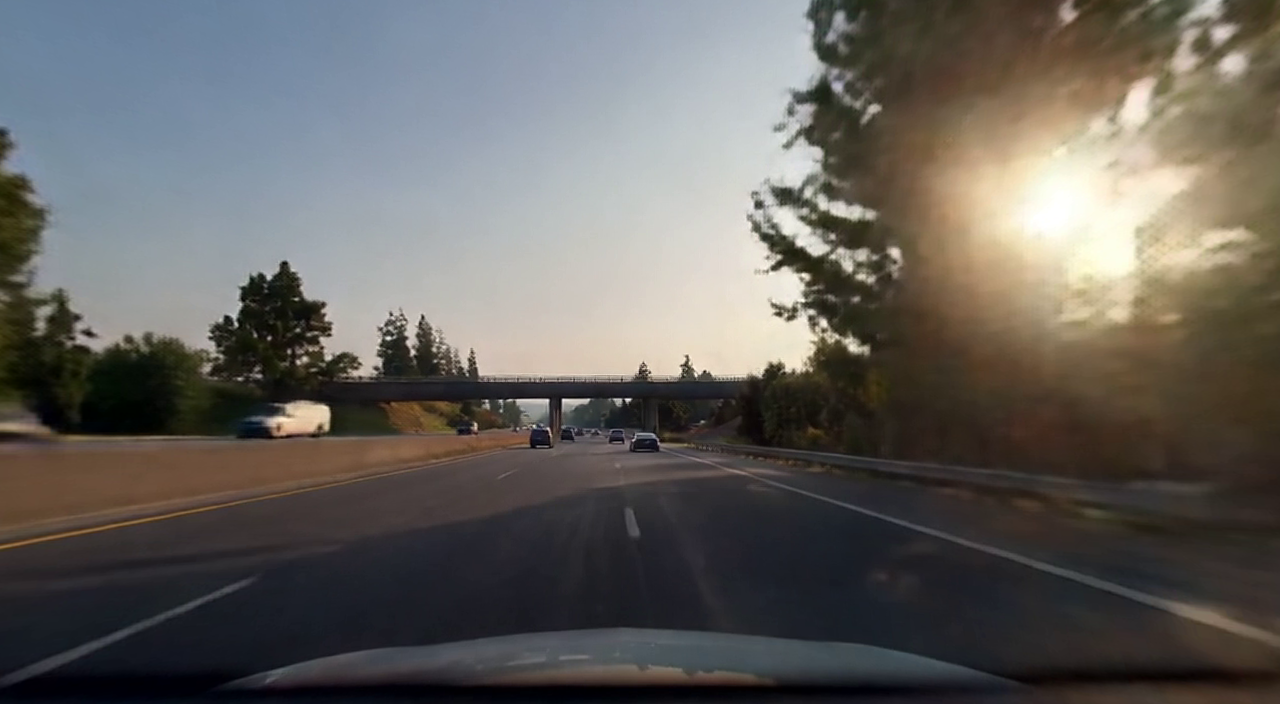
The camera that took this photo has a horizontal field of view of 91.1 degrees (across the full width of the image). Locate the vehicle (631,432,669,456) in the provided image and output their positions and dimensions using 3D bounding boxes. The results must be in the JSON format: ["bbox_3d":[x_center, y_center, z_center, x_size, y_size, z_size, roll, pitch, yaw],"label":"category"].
[{"bbox_3d":[0.545,5.600,38.436,1.999,1.329,3.913,1,-8,-4],"label":"vehicle"}]

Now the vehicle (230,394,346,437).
[{"bbox_3d":[-20.634,3.924,37.492,2.481,2.298,8.313,1,-8,-3],"label":"vehicle"}]
